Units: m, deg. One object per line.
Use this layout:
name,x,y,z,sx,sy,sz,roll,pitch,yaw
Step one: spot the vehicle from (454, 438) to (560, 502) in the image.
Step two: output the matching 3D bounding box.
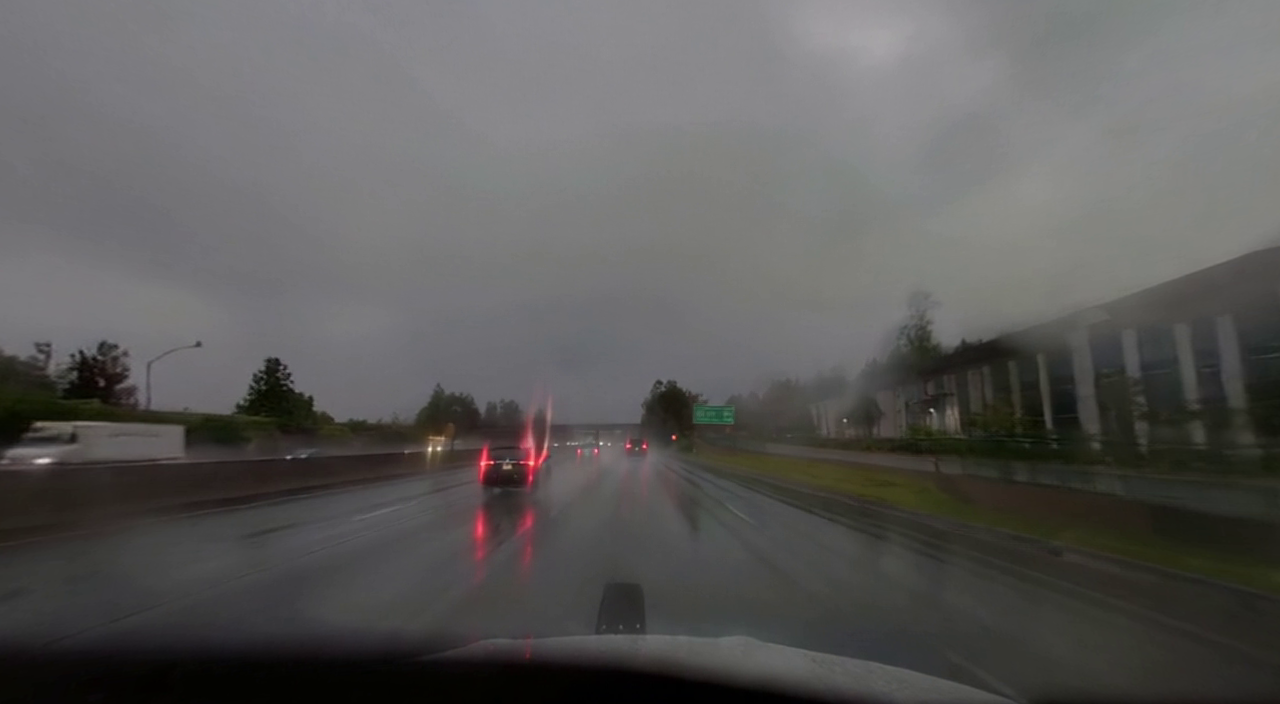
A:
vehicle,-3.365,3.059,16.792,1.920,1.463,4.134,0,-9,0

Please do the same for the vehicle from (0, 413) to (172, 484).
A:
vehicle,-35.802,6.198,40.718,2.986,3.973,10.686,0,-9,0
